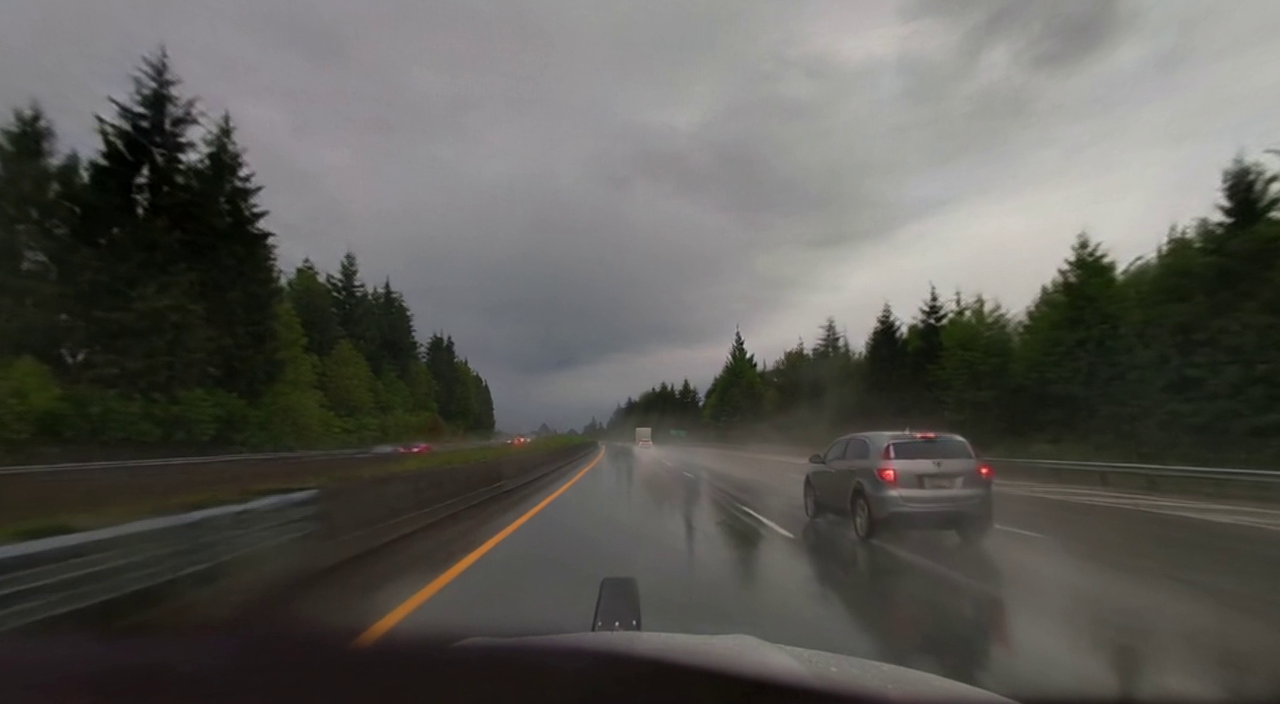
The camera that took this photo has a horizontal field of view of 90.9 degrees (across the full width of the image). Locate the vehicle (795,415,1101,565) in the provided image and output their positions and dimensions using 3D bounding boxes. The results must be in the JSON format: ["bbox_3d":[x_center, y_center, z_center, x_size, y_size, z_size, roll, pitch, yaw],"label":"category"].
[{"bbox_3d":[3.694,1.703,8.630,1.958,1.526,4.227,0,-8,-2],"label":"vehicle"}]

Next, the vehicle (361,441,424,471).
[{"bbox_3d":[-13.336,5.597,34.240,1.824,1.459,4.072,0,-8,-1],"label":"vehicle"}]
